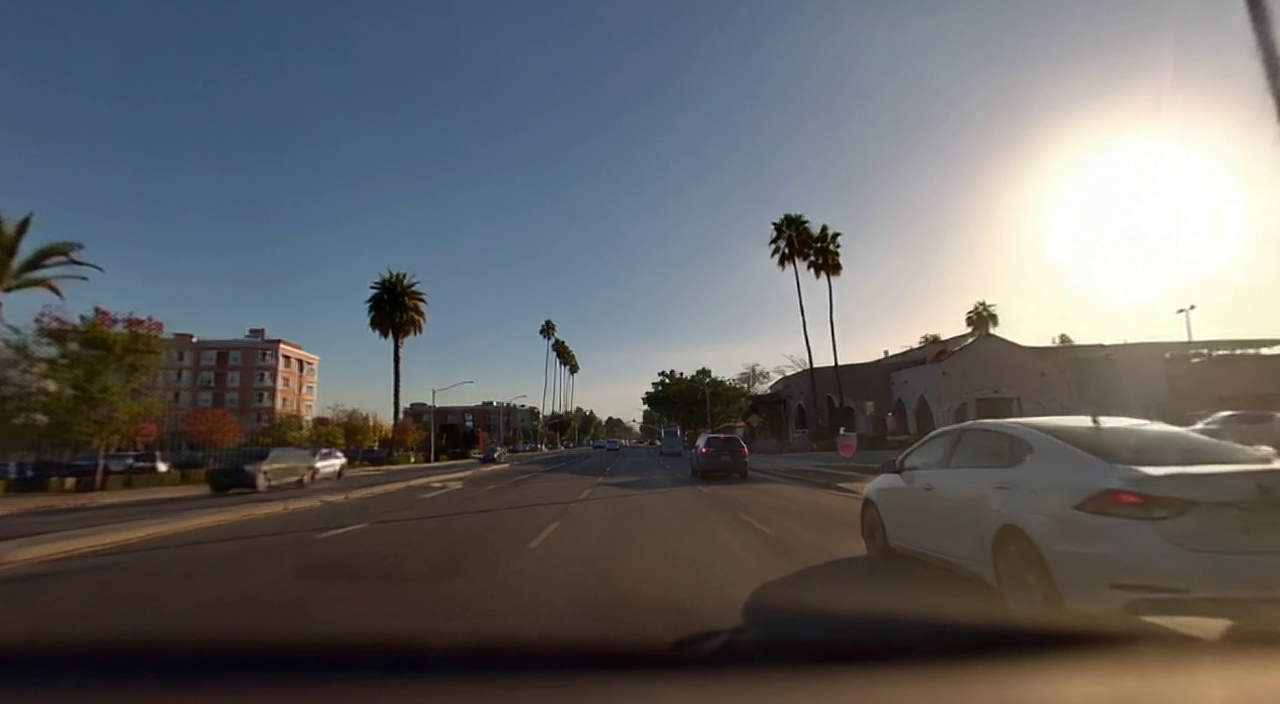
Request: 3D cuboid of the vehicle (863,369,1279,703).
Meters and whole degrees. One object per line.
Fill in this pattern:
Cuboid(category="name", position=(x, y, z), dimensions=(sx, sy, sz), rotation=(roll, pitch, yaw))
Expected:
Cuboid(category="vehicle", position=(3.632, 1.225, 5.019), dimensions=(2.084, 1.682, 4.148), rotation=(0, -8, -1))

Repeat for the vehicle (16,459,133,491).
Cuboid(category="vehicle", position=(-29.981, 6.489, 33.600), dimensions=(1.820, 1.454, 4.709), rotation=(0, -8, 0))

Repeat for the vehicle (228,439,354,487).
Cuboid(category="vehicle", position=(-15.401, 4.911, 28.295), dimensions=(2.315, 1.911, 5.751), rotation=(0, -8, 1))

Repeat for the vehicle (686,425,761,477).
Cuboid(category="vehicle", position=(3.253, 3.997, 25.555), dimensions=(2.244, 1.901, 4.561), rotation=(0, -8, -2))

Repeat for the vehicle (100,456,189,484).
Cuboid(category="vehicle", position=(-30.179, 7.179, 38.507), dimensions=(1.871, 1.534, 4.524), rotation=(0, -8, -2))
